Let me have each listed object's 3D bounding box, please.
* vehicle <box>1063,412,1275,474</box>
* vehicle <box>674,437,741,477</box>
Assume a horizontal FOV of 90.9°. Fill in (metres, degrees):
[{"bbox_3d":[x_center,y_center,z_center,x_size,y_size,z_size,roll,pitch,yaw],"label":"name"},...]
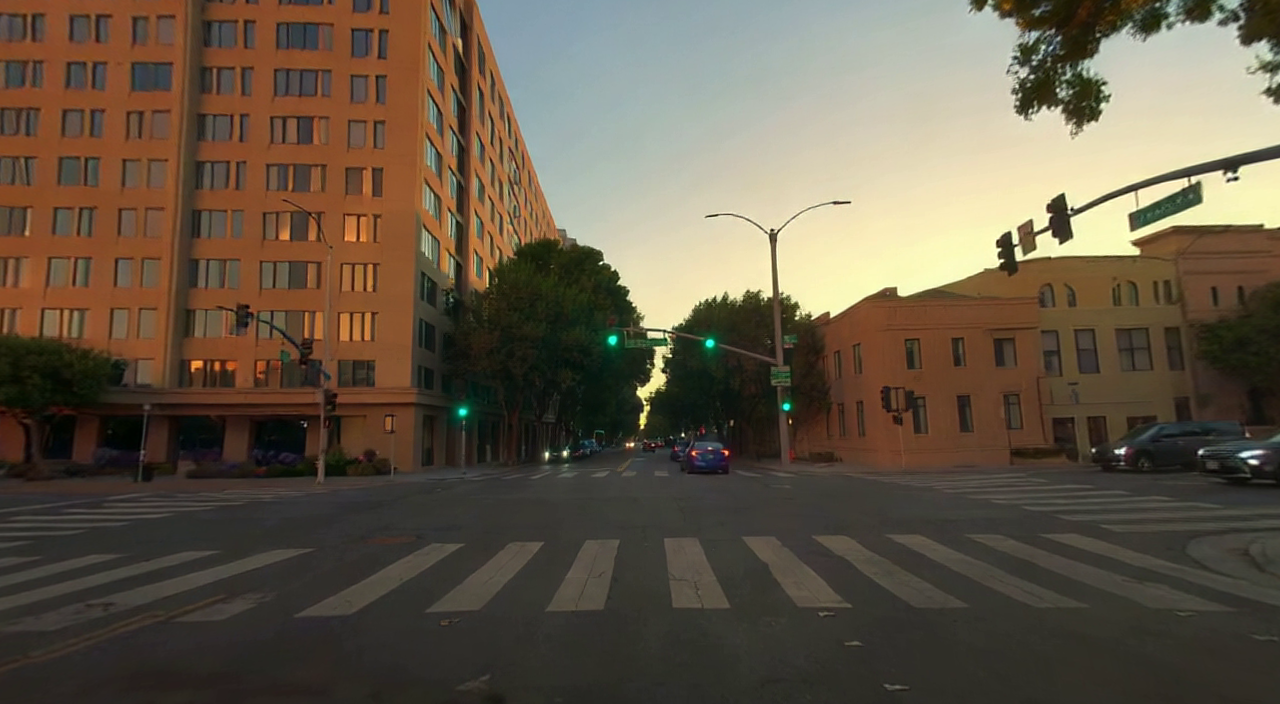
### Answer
[{"bbox_3d":[16.916,2.946,20.406,4.802,1.860,2.146,0,-8,1],"label":"vehicle"},{"bbox_3d":[2.664,4.275,25.908,2.039,1.470,4.355,0,-8,-3],"label":"vehicle"}]
